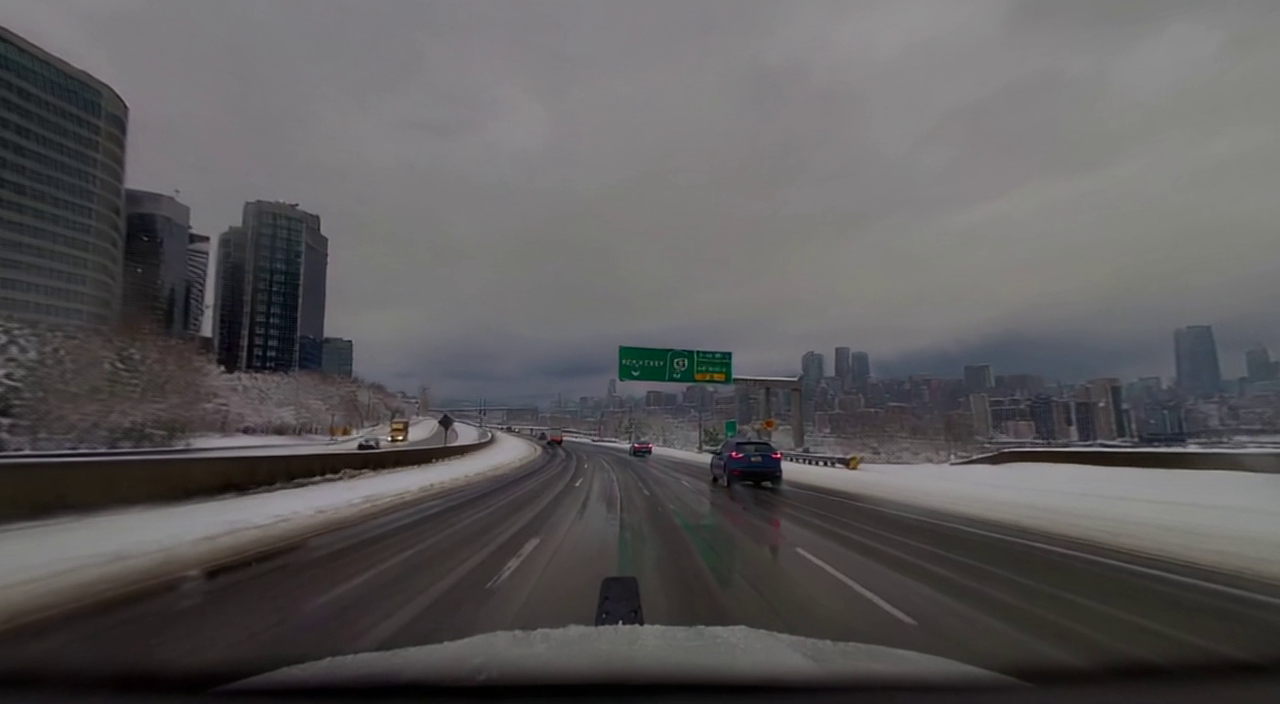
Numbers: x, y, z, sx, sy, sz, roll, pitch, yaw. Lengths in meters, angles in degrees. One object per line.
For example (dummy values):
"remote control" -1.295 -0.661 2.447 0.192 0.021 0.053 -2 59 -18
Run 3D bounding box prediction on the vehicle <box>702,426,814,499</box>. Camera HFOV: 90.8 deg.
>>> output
"vehicle" 3.180 3.120 18.200 2.110 1.780 4.682 0 -9 -3
